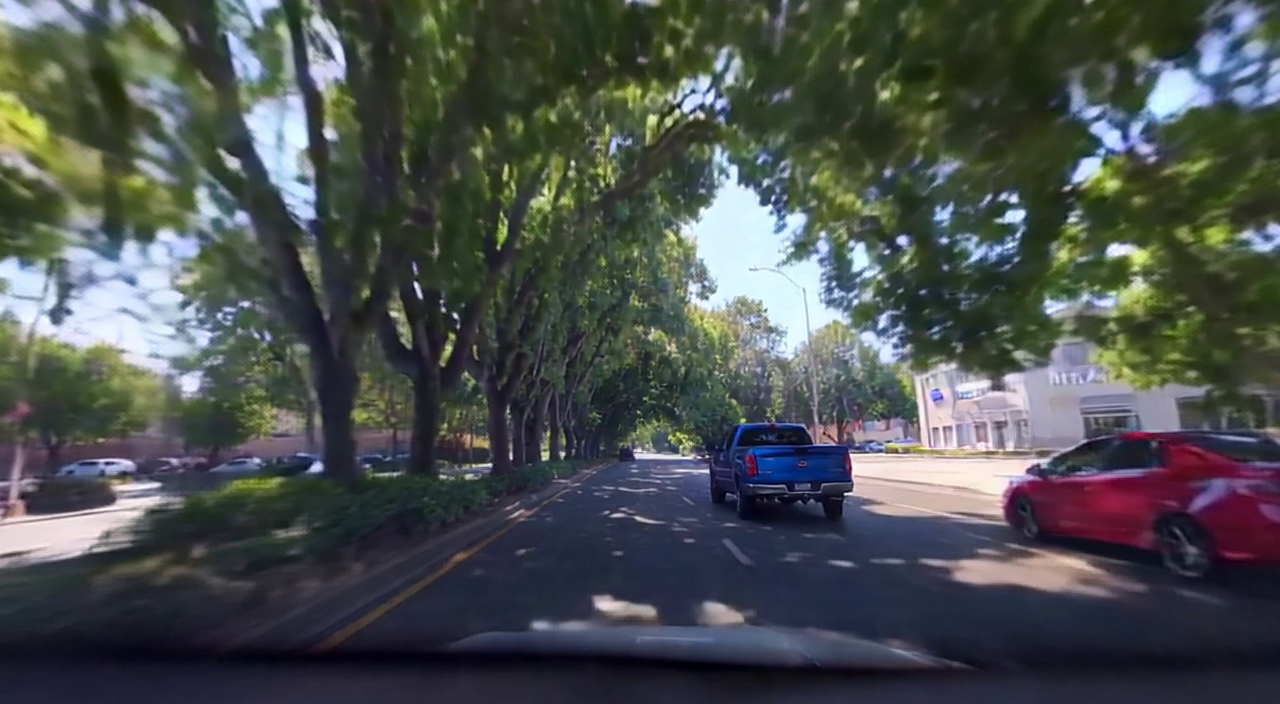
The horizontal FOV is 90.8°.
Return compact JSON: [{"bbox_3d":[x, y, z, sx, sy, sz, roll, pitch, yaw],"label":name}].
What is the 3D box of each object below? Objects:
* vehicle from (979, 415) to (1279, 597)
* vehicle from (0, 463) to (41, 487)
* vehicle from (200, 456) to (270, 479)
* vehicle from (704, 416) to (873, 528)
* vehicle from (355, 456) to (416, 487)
[{"bbox_3d":[6.394,1.689,7.817,1.993,1.604,4.260,0,-8,0],"label":"vehicle"},{"bbox_3d":[-41.998,8.046,41.442,3.565,1.451,1.715,0,-9,0],"label":"vehicle"},{"bbox_3d":[-30.020,8.581,46.861,3.749,1.600,2.011,0,-8,-2],"label":"vehicle"},{"bbox_3d":[2.718,2.364,13.080,2.138,1.836,5.245,0,-8,-1],"label":"vehicle"},{"bbox_3d":[-14.006,6.586,35.031,1.835,1.487,4.201,0,-8,-3],"label":"vehicle"}]
